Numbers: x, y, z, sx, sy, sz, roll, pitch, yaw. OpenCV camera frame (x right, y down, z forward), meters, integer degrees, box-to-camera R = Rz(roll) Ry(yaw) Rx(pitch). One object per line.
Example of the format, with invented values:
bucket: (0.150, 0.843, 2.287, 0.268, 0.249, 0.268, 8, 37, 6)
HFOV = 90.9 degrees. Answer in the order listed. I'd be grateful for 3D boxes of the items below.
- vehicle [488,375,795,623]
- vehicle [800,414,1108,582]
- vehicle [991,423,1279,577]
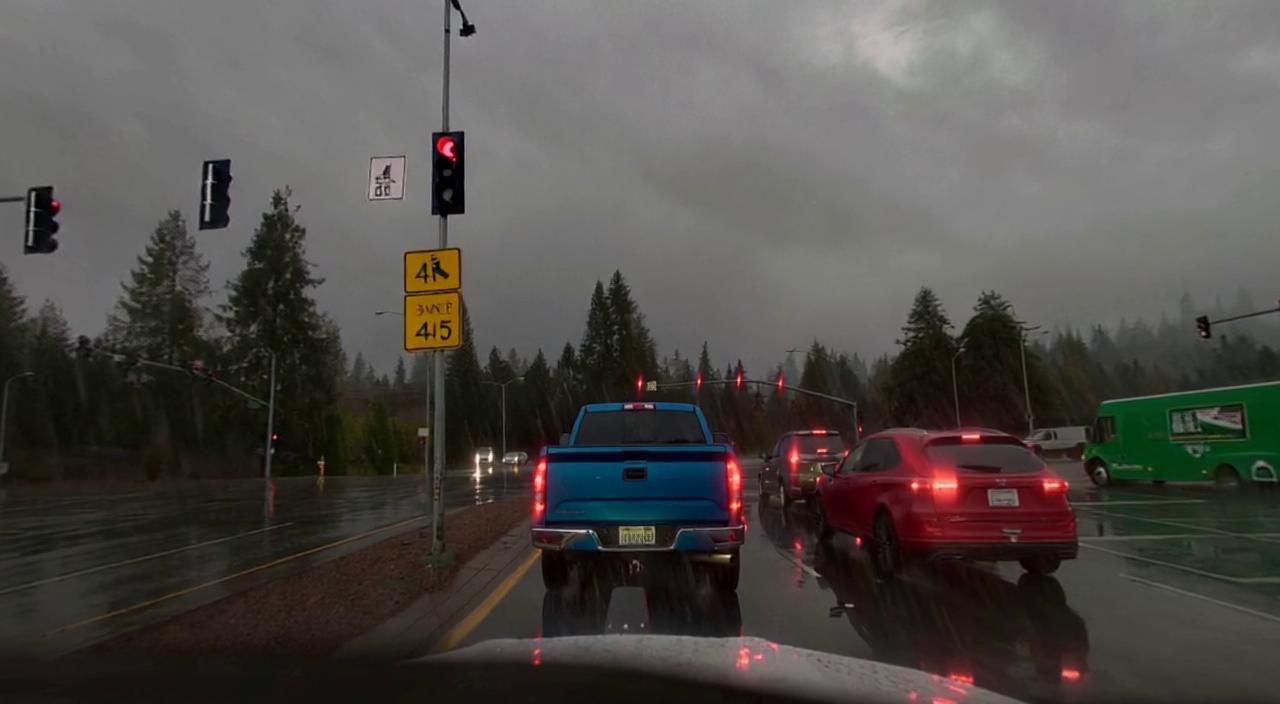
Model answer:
vehicle: (0.048, 1.477, 7.359, 2.326, 1.880, 4.964, 0, -8, 1)
vehicle: (3.563, 1.717, 8.189, 1.981, 1.616, 4.006, 0, -8, 1)
vehicle: (6.828, 1.740, 8.262, 1.973, 1.470, 4.228, 0, -8, -1)
